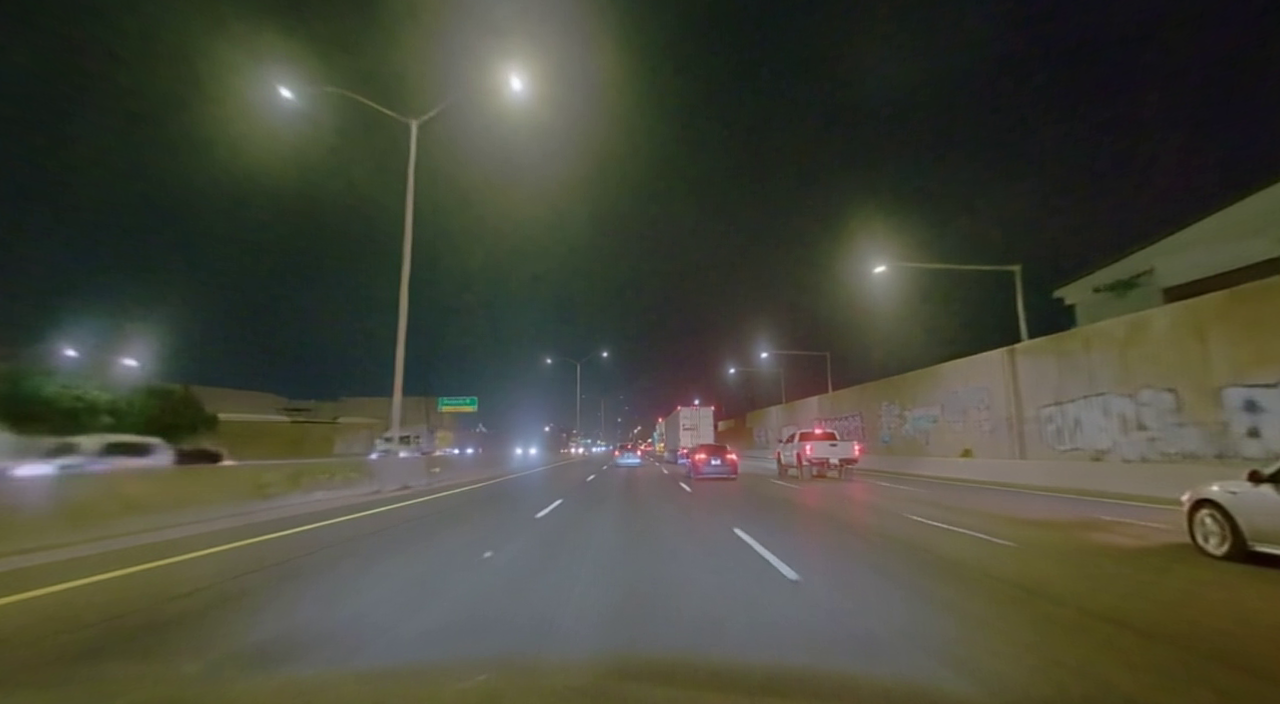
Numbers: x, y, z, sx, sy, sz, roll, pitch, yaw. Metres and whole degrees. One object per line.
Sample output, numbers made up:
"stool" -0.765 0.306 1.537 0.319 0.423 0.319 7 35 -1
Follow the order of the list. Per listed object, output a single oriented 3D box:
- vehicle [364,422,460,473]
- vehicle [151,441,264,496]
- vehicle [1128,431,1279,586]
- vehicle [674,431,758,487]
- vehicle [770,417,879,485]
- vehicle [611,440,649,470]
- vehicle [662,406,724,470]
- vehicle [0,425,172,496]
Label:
"vehicle" -13.923 5.960 39.418 2.889 2.851 8.281 0 -9 0
"vehicle" -17.248 4.599 25.452 2.025 2.000 3.513 1 -8 -1
"vehicle" 7.120 1.418 5.509 1.915 1.476 4.677 0 -9 -1
"vehicle" 2.671 3.970 23.697 2.249 1.843 5.176 0 -9 -3
"vehicle" 7.142 3.979 25.463 2.322 2.360 6.433 0 -9 -1
"vehicle" -0.585 6.017 36.919 2.073 1.640 3.990 0 -9 -1
"vehicle" 3.350 5.916 43.059 2.976 3.806 10.591 0 -9 -1
"vehicle" -14.109 2.665 15.744 1.865 1.548 3.890 0 -9 -1
